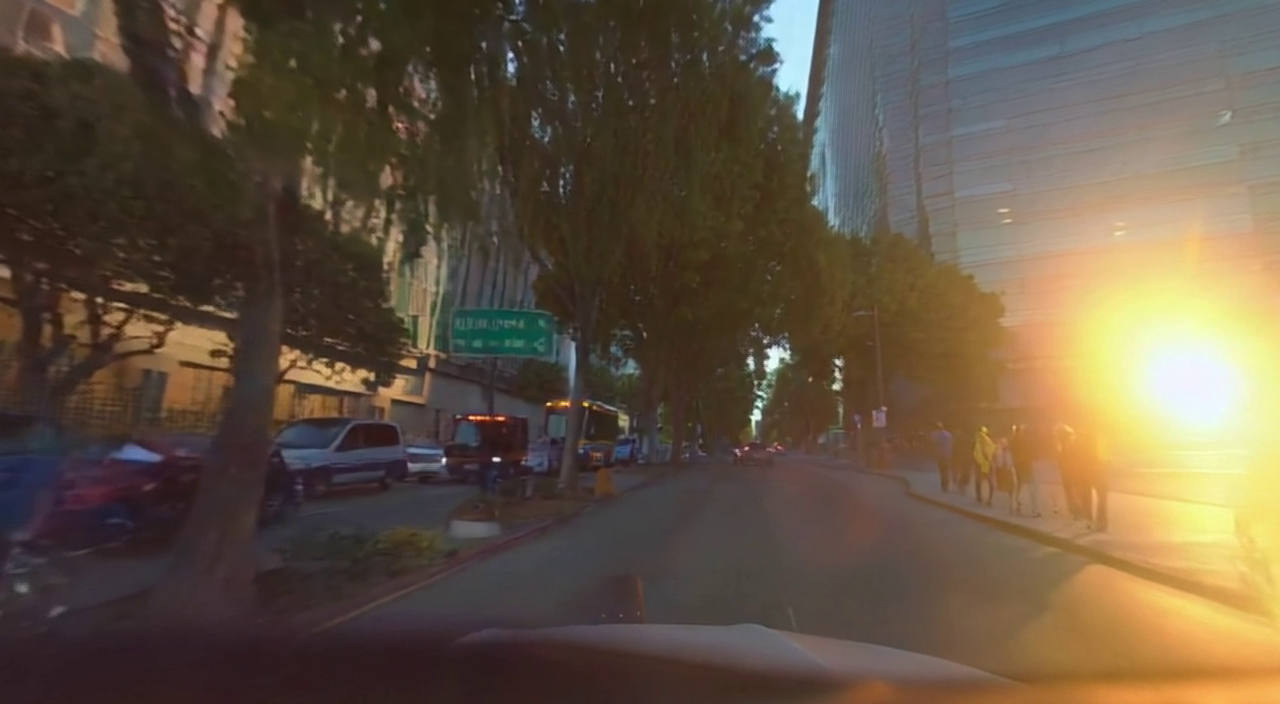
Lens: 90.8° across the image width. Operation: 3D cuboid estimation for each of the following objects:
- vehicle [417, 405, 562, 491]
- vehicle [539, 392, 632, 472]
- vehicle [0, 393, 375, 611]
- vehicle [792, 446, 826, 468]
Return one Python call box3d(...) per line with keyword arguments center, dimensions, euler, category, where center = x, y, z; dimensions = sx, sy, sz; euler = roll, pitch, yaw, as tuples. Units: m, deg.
box3d(center=(-3.613, 2.455, 16.283), dimensions=(1.988, 1.855, 4.599), euler=(-1, -8, 9), category="vehicle")
box3d(center=(-1.913, 3.158, 24.543), dimensions=(2.268, 2.708, 5.699), euler=(-1, -8, 9), category="vehicle")
box3d(center=(-4.980, 1.366, 6.614), dimensions=(1.826, 1.488, 4.628), euler=(-2, -8, 9), category="vehicle")
box3d(center=(12.926, 8.018, 48.409), dimensions=(1.888, 1.536, 4.381), euler=(-1, -8, 7), category="vehicle")
